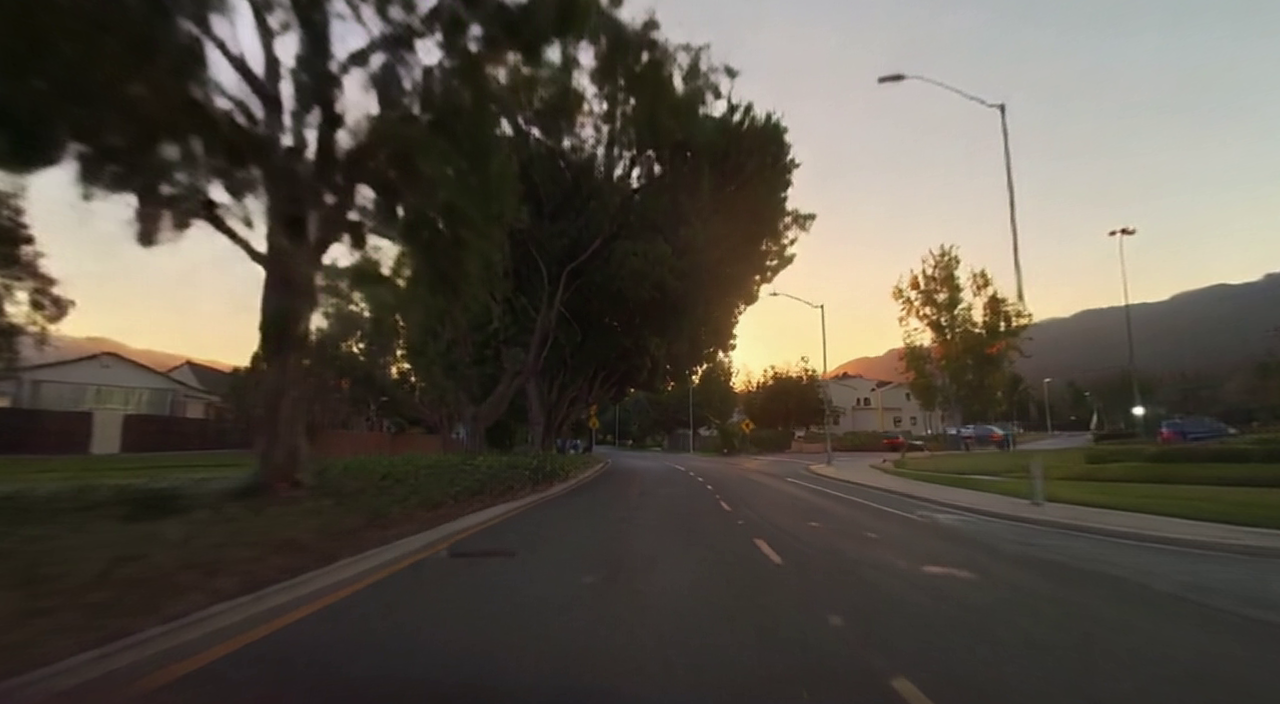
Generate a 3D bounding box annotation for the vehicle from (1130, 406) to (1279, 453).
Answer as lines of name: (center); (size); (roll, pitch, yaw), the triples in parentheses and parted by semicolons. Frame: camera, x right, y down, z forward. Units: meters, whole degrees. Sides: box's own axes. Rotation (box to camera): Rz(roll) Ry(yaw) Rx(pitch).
vehicle: (30.109, 4.102, 32.727); (2.569, 2.236, 6.684); (7, -11, -38)
